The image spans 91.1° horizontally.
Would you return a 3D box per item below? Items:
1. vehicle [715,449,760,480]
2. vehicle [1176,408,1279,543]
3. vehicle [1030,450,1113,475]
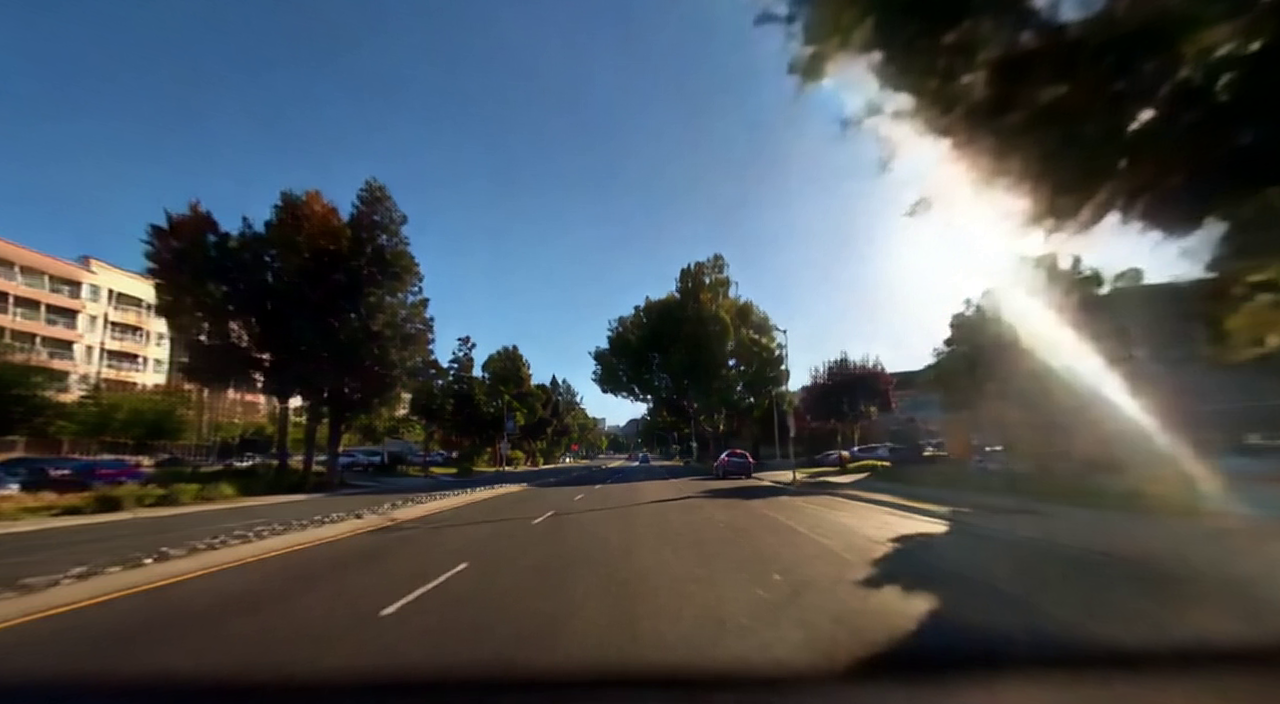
[{"bbox_3d":[7.137,8.236,46.481,2.365,2.138,5.499,0,-9,-1],"label":"vehicle"},{"bbox_3d":[11.251,1.768,9.085,4.903,1.831,2.098,0,-9,2],"label":"vehicle"},{"bbox_3d":[32.291,8.316,47.093,4.608,1.638,2.017,-2,-10,0],"label":"vehicle"}]
